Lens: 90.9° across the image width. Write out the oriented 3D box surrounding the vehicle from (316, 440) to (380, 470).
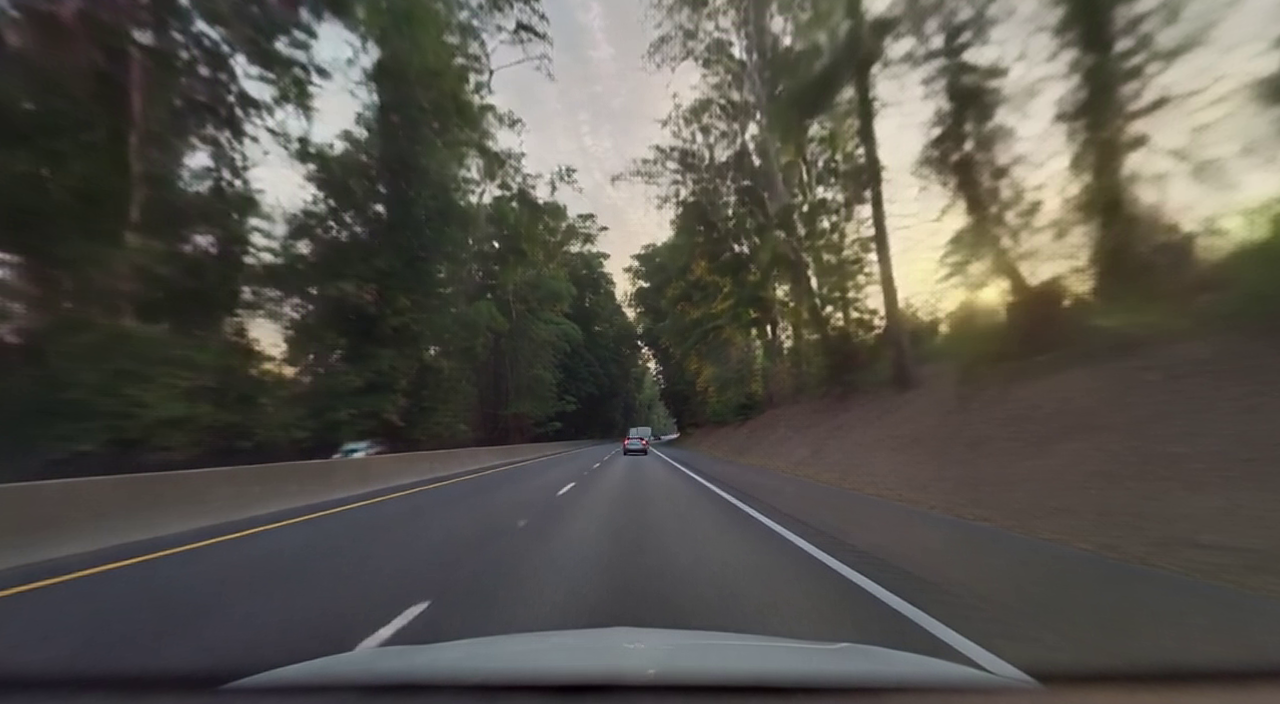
[{"bbox_3d":[-16.045,5.645,34.805,1.705,1.578,3.793,0,-8,0],"label":"vehicle"}]
